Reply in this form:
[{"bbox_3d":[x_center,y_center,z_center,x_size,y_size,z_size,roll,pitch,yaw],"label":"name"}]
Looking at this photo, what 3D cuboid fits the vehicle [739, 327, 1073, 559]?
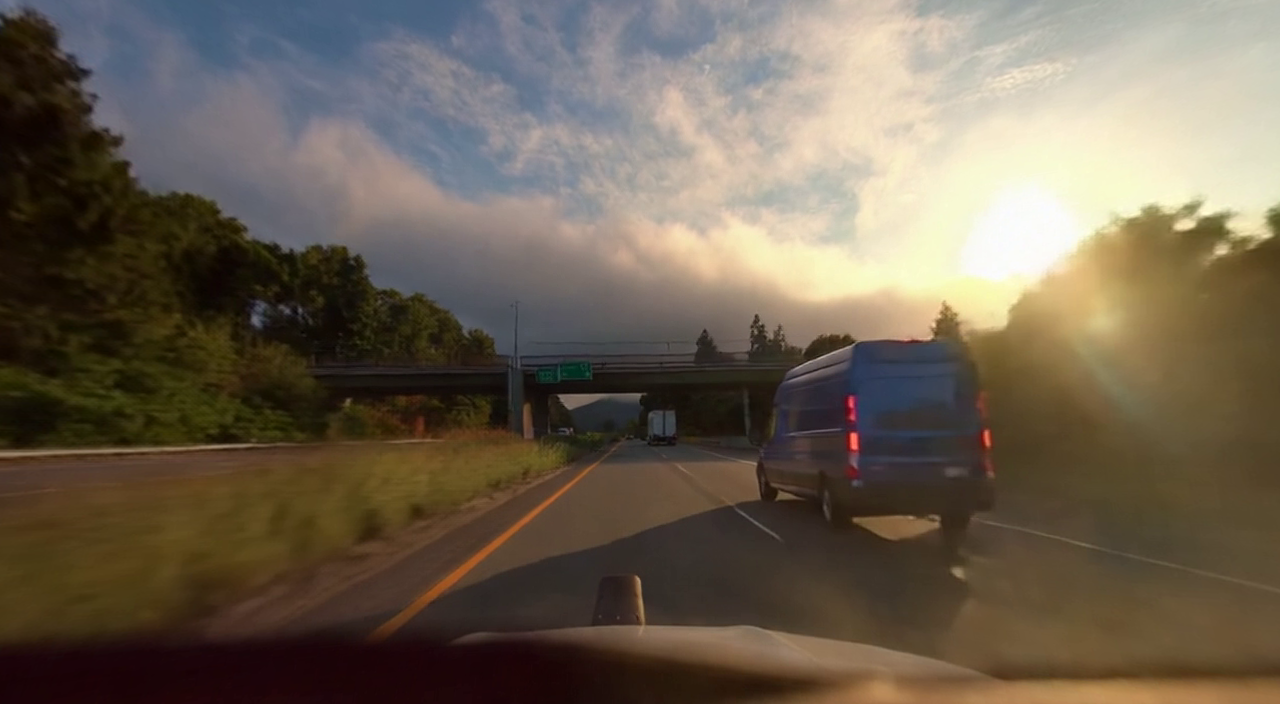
[{"bbox_3d":[3.448,1.399,10.144,2.570,2.596,6.082,0,-8,-1],"label":"vehicle"}]
